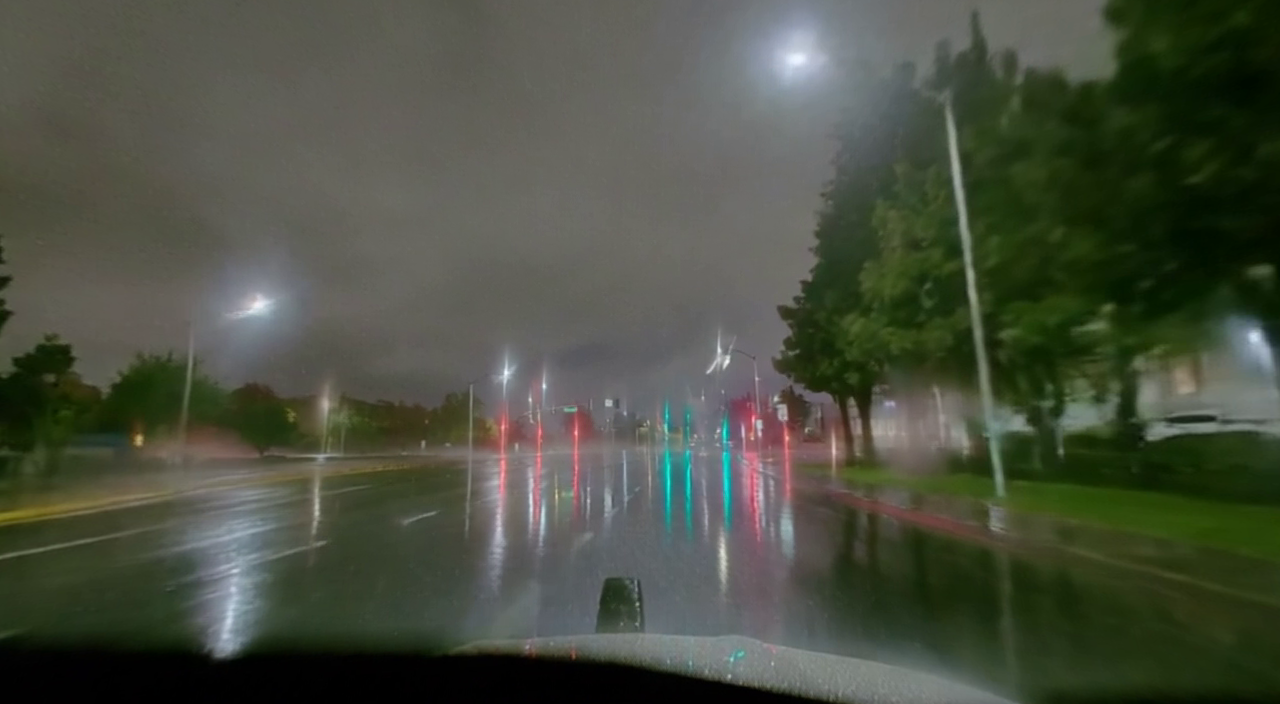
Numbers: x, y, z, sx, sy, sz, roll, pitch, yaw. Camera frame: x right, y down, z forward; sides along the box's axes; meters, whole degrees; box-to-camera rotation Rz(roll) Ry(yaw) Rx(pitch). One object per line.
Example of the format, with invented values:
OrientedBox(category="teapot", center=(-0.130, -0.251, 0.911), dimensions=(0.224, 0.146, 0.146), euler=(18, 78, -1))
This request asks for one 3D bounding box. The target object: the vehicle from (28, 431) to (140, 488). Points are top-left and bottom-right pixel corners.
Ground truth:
OrientedBox(category="vehicle", center=(-26.063, 5.014, 29.753), dimensions=(2.249, 2.488, 3.048), euler=(-3, -8, 10))
